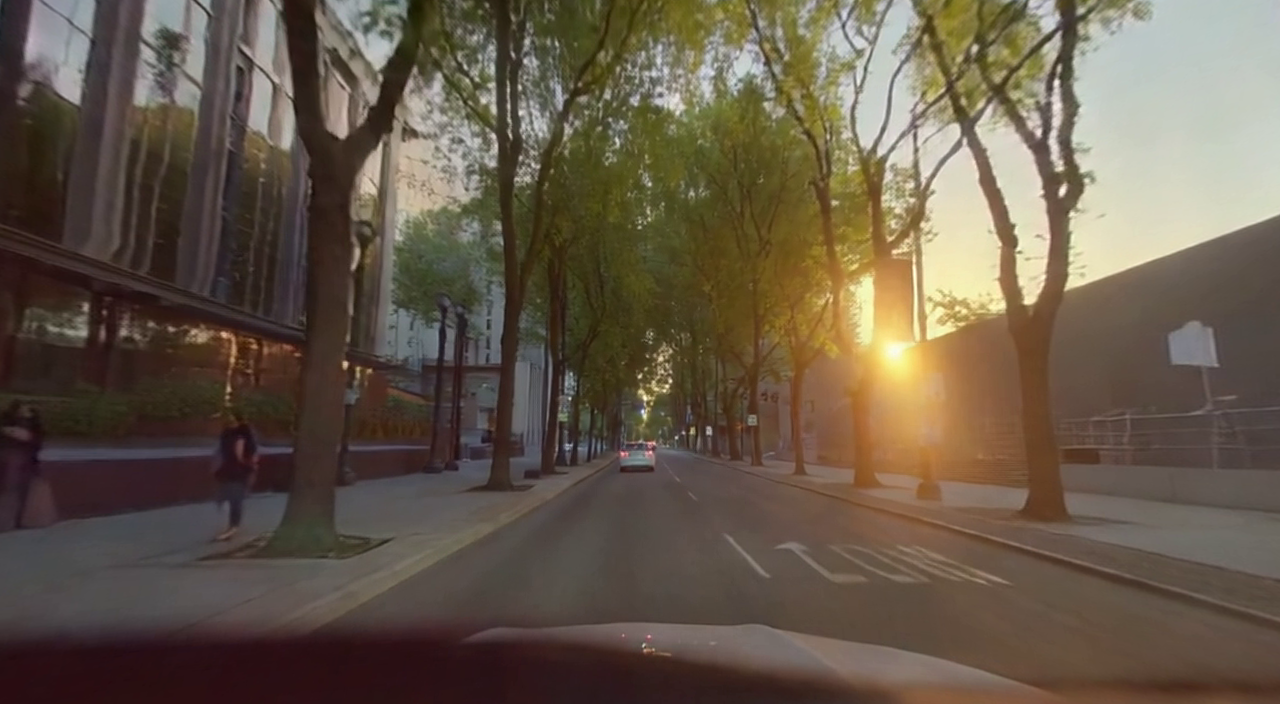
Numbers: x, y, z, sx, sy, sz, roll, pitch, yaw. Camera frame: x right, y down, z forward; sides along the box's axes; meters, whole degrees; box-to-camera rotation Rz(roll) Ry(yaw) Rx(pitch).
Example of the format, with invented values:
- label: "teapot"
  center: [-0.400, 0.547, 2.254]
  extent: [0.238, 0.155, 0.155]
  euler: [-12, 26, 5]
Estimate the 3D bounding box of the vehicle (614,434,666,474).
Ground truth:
- label: "vehicle"
  center: [-0.032, 4.413, 27.552]
  extent: [2.079, 1.621, 3.861]
  euler: [0, -8, -1]
